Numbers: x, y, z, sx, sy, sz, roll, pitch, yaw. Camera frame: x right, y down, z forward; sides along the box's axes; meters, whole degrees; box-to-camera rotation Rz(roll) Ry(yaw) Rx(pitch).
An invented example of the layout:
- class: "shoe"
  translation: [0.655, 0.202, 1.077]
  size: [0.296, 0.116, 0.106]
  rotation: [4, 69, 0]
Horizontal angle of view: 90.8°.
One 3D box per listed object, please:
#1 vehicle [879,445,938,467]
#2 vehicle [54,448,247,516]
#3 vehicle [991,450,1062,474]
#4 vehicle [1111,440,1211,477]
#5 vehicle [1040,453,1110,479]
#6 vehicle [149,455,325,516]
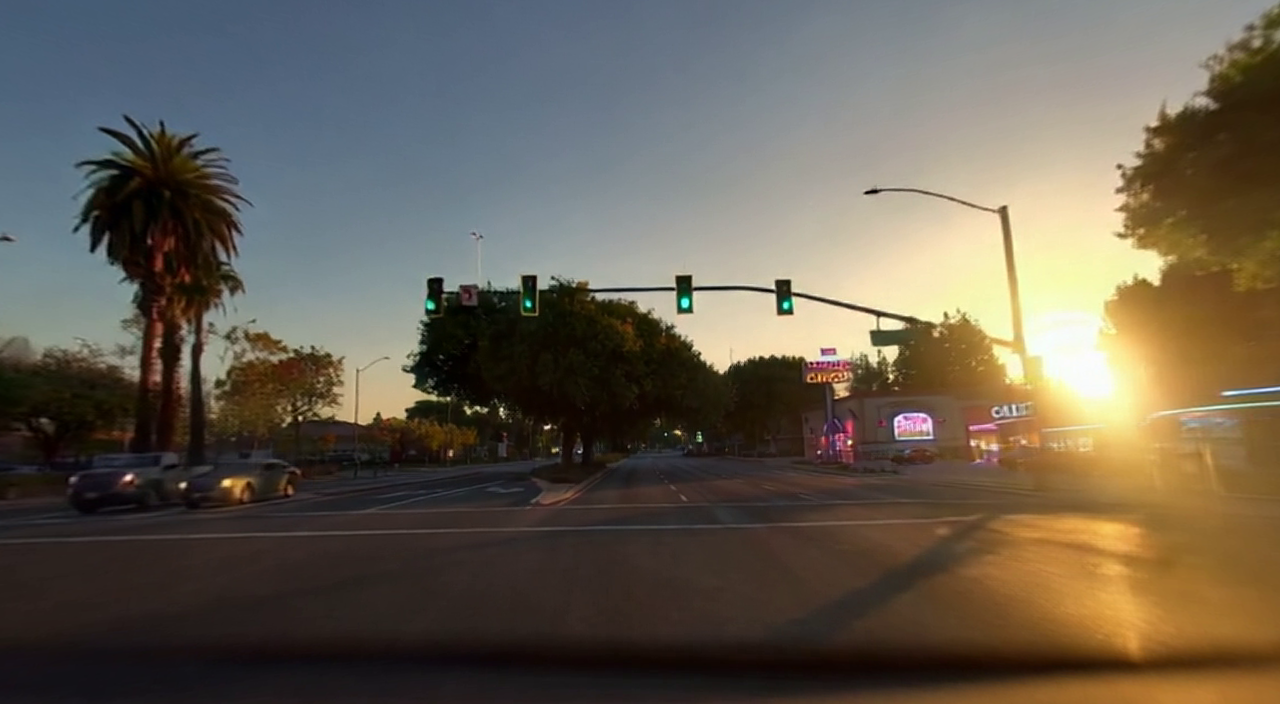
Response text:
- class: "vehicle"
  translation: [20.123, 7.802, 47.398]
  size: [3.576, 1.443, 1.822]
  rotation: [-2, -8, -3]
- class: "vehicle"
  translation: [-14.563, 3.840, 19.298]
  size: [1.976, 1.758, 4.986]
  rotation: [0, -9, -2]
- class: "vehicle"
  translation: [22.540, 6.403, 36.856]
  size: [3.280, 1.344, 1.518]
  rotation: [2, -9, -11]
- class: "vehicle"
  translation: [24.470, 5.015, 29.697]
  size: [3.381, 1.424, 2.059]
  rotation: [0, -11, -22]
- class: "vehicle"
  translation: [23.457, 6.118, 34.098]
  size: [3.142, 1.270, 1.464]
  rotation: [2, -10, -21]
- class: "vehicle"
  translation: [-11.246, 3.727, 18.141]
  size: [2.019, 1.434, 4.622]
  rotation: [0, -9, 0]
